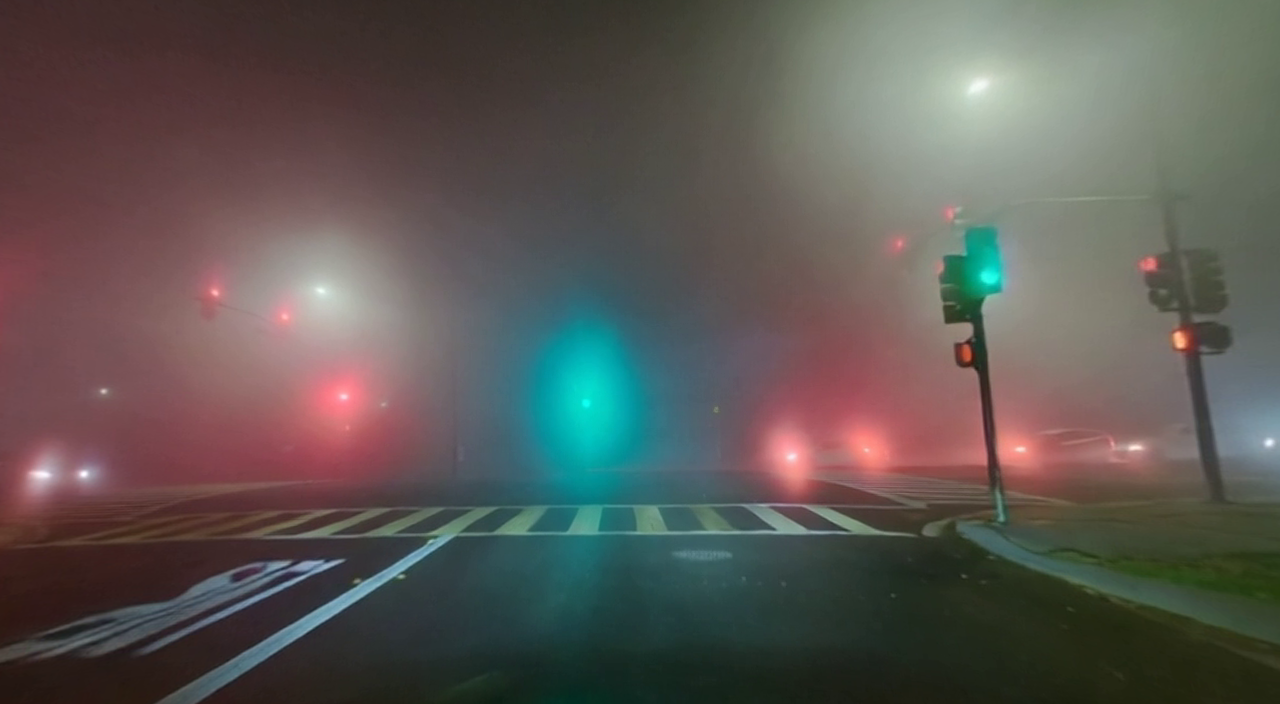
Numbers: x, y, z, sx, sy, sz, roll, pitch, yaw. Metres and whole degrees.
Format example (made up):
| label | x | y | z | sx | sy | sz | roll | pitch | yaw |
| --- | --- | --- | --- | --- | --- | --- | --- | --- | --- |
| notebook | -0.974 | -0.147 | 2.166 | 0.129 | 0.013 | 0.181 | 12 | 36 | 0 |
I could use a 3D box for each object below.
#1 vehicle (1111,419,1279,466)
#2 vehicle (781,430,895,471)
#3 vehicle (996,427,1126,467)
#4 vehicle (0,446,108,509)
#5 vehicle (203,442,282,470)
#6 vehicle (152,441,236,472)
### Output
| label | x | y | z | sx | sy | sz | roll | pitch | yaw |
| --- | --- | --- | --- | --- | --- | --- | --- | --- | --- |
| vehicle | 21.184 | 3.479 | 24.237 | 4.510 | 1.673 | 2.030 | -1 | -8 | 2 |
| vehicle | 7.647 | 3.829 | 24.681 | 3.815 | 1.504 | 1.790 | -1 | -8 | 2 |
| vehicle | 18.555 | 4.201 | 28.023 | 4.326 | 1.672 | 1.903 | -1 | -8 | 2 |
| vehicle | -16.944 | 3.174 | 16.192 | 4.989 | 1.442 | 1.940 | -1 | -8 | 3 |
| vehicle | -24.292 | 6.342 | 38.822 | 1.817 | 1.488 | 4.631 | -1 | -8 | 0 |
| vehicle | -27.220 | 6.347 | 38.705 | 1.967 | 1.779 | 4.159 | -1 | -8 | 2 |
